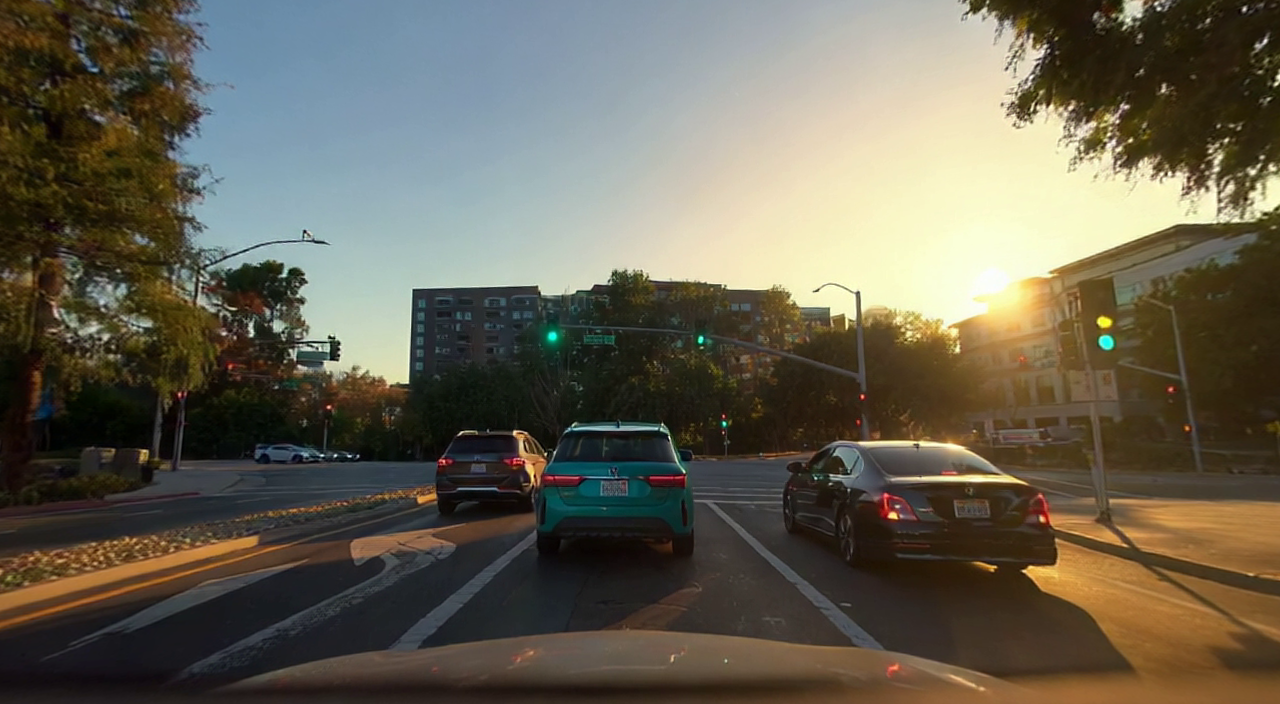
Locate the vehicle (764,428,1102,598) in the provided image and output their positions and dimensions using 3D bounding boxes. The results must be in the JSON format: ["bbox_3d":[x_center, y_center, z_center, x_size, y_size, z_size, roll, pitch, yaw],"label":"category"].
[{"bbox_3d":[3.019,1.753,7.828,2.056,1.468,4.520,0,-8,0],"label":"vehicle"}]

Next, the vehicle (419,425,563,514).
[{"bbox_3d":[-3.014,2.482,13.691,1.987,1.633,4.005,0,-8,3],"label":"vehicle"}]

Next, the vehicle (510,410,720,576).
[{"bbox_3d":[-0.237,1.738,8.509,2.108,1.654,4.235,0,-8,1],"label":"vehicle"}]
